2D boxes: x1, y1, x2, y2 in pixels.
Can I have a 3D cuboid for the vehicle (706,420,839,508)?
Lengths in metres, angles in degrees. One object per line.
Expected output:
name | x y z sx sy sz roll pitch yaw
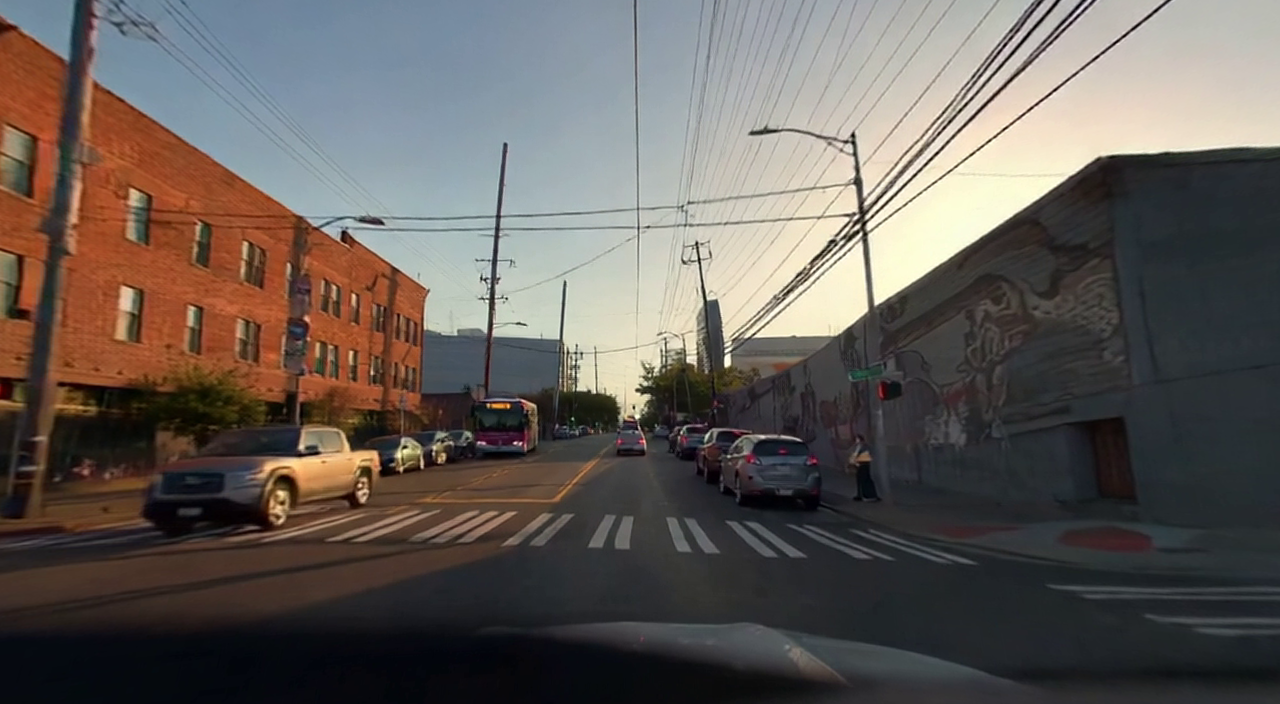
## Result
vehicle | 2.937 2.664 15.161 2.171 1.751 4.373 1 -10 -1

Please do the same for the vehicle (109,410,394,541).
vehicle | -7.188 2.325 12.741 2.127 2.034 5.559 0 -8 1

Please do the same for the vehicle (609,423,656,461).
vehicle | -0.401 4.520 31.886 2.190 1.783 4.048 0 -8 -1

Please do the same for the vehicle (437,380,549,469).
vehicle | -6.480 3.646 30.334 3.297 3.342 12.875 1 -8 -5
